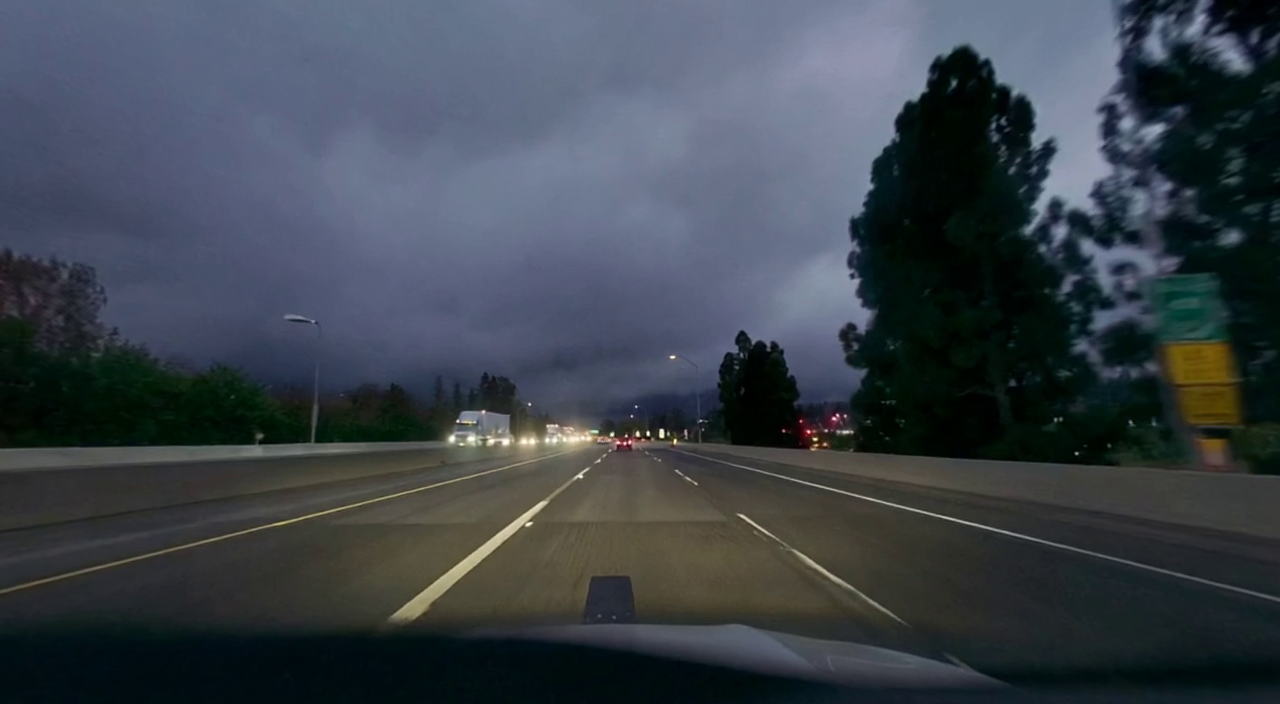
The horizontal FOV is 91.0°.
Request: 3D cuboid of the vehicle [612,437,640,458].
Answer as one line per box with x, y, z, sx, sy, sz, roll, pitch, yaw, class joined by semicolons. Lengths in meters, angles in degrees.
-1.089;7.472;49.436;2.099;1.504;3.843;0;-8;-2;vehicle
